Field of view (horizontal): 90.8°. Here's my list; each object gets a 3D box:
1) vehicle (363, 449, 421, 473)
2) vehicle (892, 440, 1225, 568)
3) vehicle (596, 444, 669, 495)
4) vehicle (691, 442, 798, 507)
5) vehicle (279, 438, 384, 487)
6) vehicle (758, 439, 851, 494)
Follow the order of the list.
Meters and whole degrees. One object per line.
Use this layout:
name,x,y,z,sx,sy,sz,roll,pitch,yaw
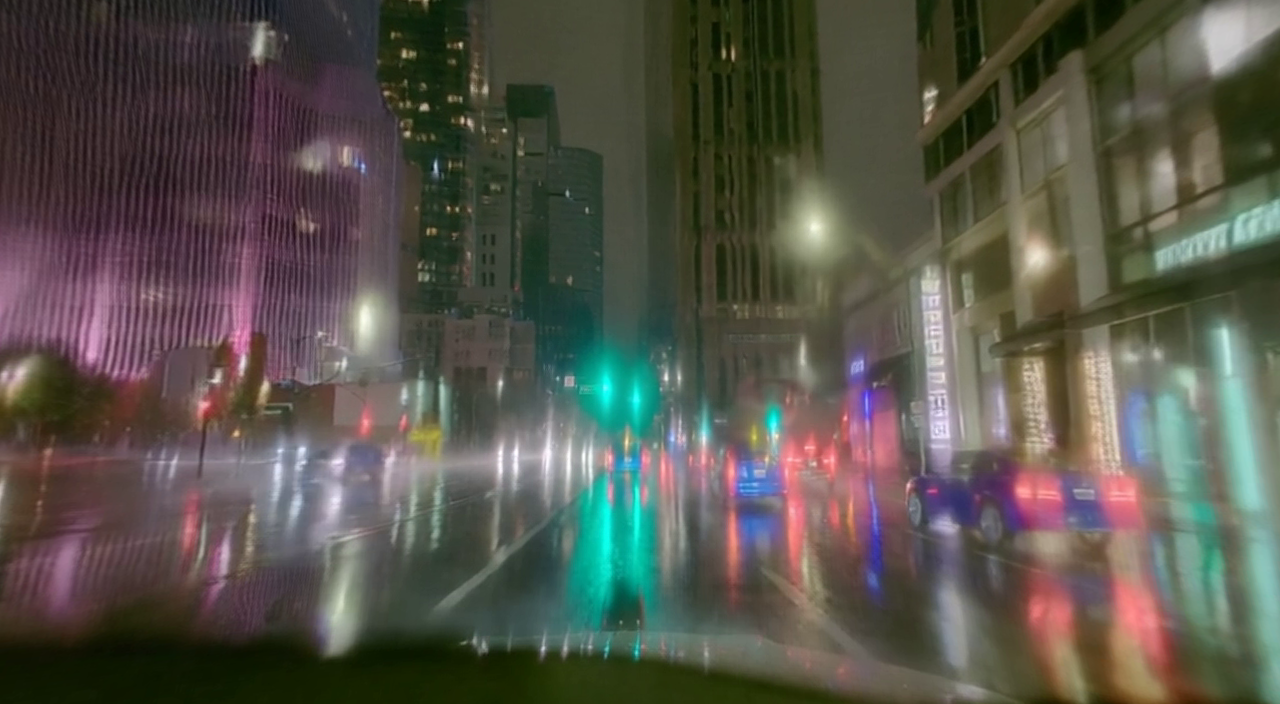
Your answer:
vehicle,-16.034,7.031,41.035,2.017,1.460,4.556,0,-9,-2
vehicle,5.930,2.160,9.889,1.914,1.484,4.639,0,-9,-2
vehicle,-0.284,3.721,20.399,2.096,1.457,4.160,0,-9,-2
vehicle,2.616,3.201,16.988,1.987,1.484,4.427,0,-9,-2
vehicle,-12.416,4.468,25.860,1.861,1.780,4.814,0,-9,0
vehicle,5.831,4.097,23.023,2.015,1.745,4.444,0,-9,-2
